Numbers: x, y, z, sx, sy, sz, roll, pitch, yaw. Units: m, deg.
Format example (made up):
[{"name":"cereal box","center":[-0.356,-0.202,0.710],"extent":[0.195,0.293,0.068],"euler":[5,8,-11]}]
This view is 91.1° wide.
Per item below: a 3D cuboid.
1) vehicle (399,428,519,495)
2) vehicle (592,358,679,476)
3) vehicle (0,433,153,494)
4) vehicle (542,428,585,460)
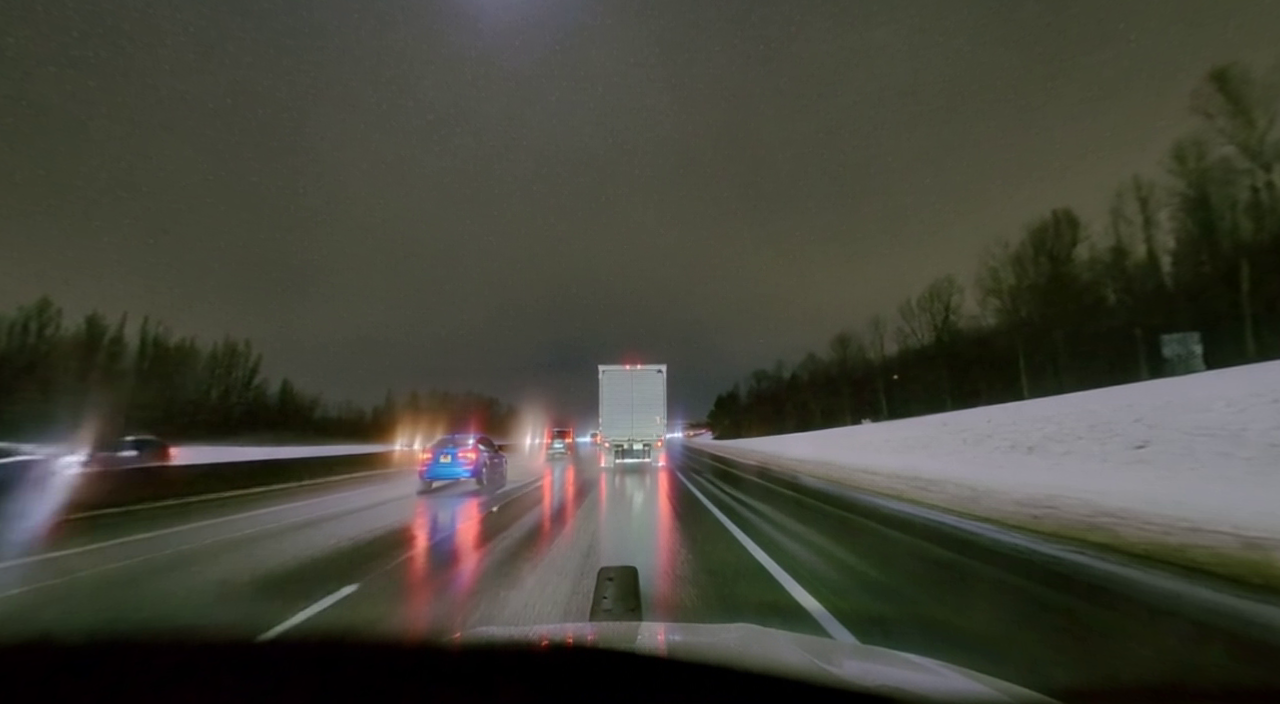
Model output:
[{"name":"vehicle","center":[-4.638,2.849,16.902],"extent":[1.931,1.539,4.441],"euler":[0,-8,0]},{"name":"vehicle","center":[-0.285,2.907,26.767],"extent":[2.953,4.041,10.072],"euler":[0,-8,-1]},{"name":"vehicle","center":[-17.951,3.370,19.493],"extent":[1.992,1.643,4.609],"euler":[0,-8,0]},{"name":"vehicle","center":[-4.617,5.633,38.606],"extent":[2.019,1.834,4.644],"euler":[0,-8,0]}]
